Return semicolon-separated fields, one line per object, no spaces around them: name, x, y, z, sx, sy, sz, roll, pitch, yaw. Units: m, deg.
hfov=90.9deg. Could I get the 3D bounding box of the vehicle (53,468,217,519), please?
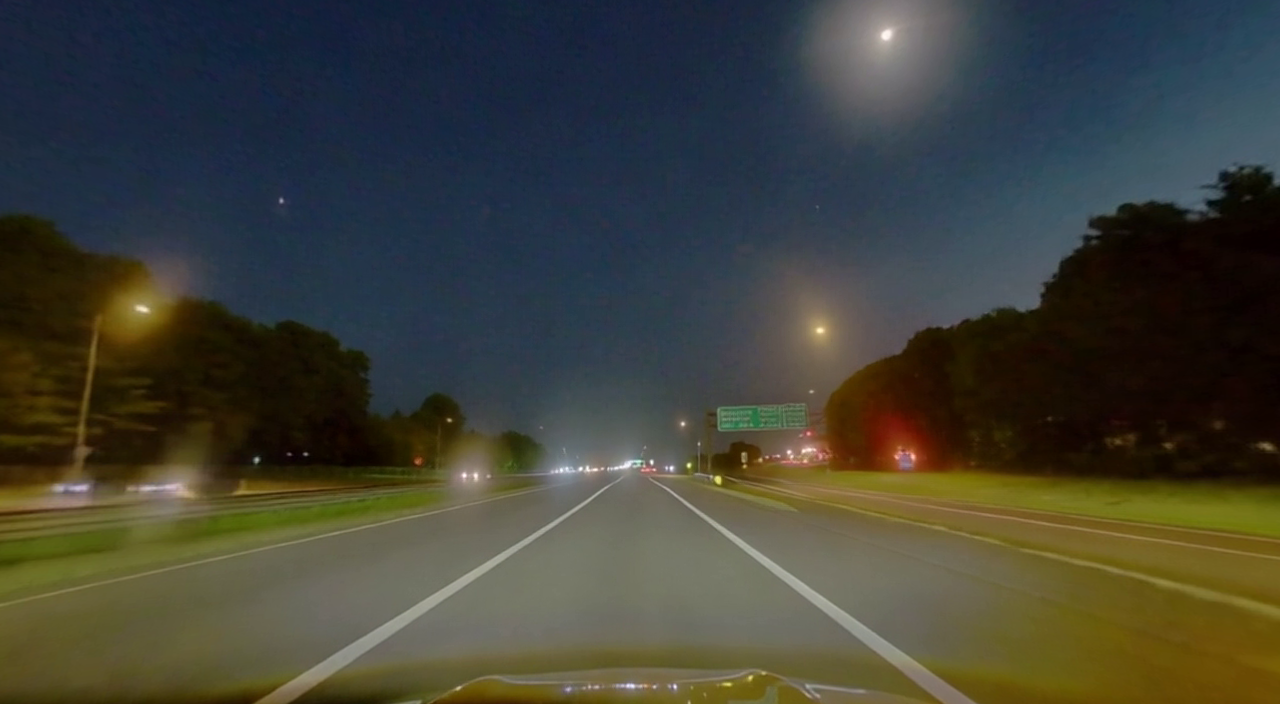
vehicle;-16.446;4.593;20.869;1.791;1.452;4.326;1;-11;1
